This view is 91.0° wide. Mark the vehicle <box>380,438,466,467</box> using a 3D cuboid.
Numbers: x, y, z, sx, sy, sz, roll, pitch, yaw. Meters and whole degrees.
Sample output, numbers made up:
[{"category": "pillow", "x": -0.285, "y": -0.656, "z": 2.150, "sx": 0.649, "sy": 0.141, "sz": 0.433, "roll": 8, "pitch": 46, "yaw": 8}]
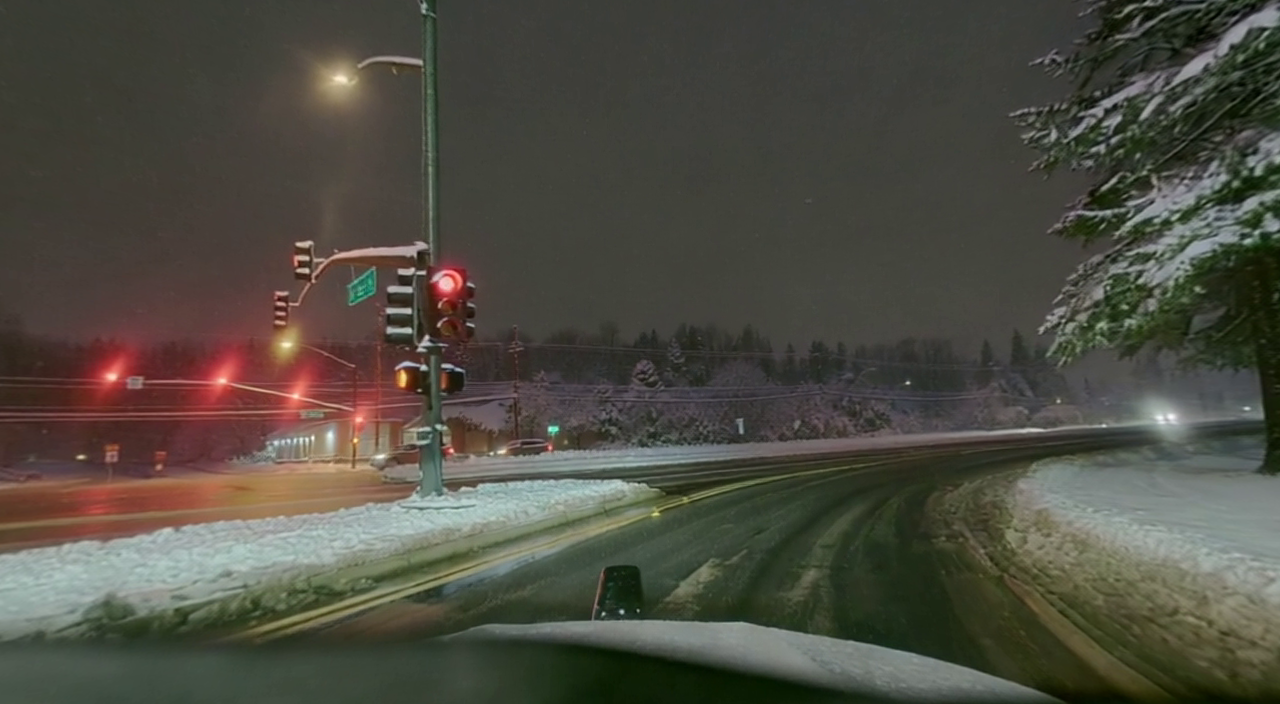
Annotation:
[{"category": "vehicle", "x": -13.997, "y": 6.496, "z": 40.763, "sx": 4.782, "sy": 1.776, "sz": 2.118, "roll": 6, "pitch": -11, "yaw": -36}]

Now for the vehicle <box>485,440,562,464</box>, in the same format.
[{"category": "vehicle", "x": -7.403, "y": 6.362, "z": 40.211, "sx": 4.527, "sy": 1.444, "sz": 1.811, "roll": 6, "pitch": -11, "yaw": -37}]
